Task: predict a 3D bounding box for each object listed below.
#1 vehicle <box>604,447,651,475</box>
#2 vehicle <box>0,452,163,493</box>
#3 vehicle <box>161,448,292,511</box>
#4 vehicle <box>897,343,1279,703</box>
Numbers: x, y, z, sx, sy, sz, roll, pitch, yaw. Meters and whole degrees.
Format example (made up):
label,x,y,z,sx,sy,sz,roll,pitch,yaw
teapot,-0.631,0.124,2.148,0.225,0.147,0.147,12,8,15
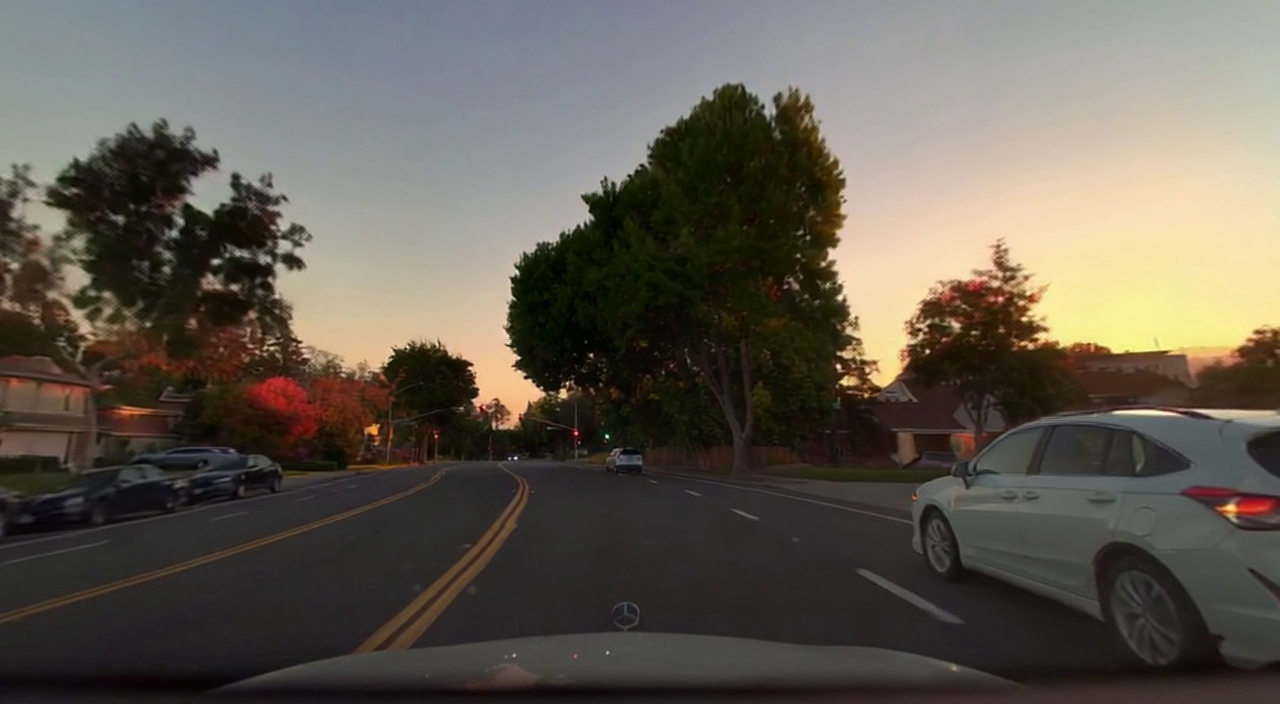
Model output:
label,x,y,z,sx,sy,sz,roll,pitch,yaw
vehicle,-0.820,6.579,38.425,1.951,1.620,4.582,2,-9,-12
vehicle,-21.992,4.649,24.552,5.065,1.466,1.858,2,-9,-15
vehicle,-14.478,4.414,22.551,1.993,1.801,5.201,-2,-8,-10
vehicle,3.865,1.085,4.134,2.081,1.828,5.138,0,-9,-1
